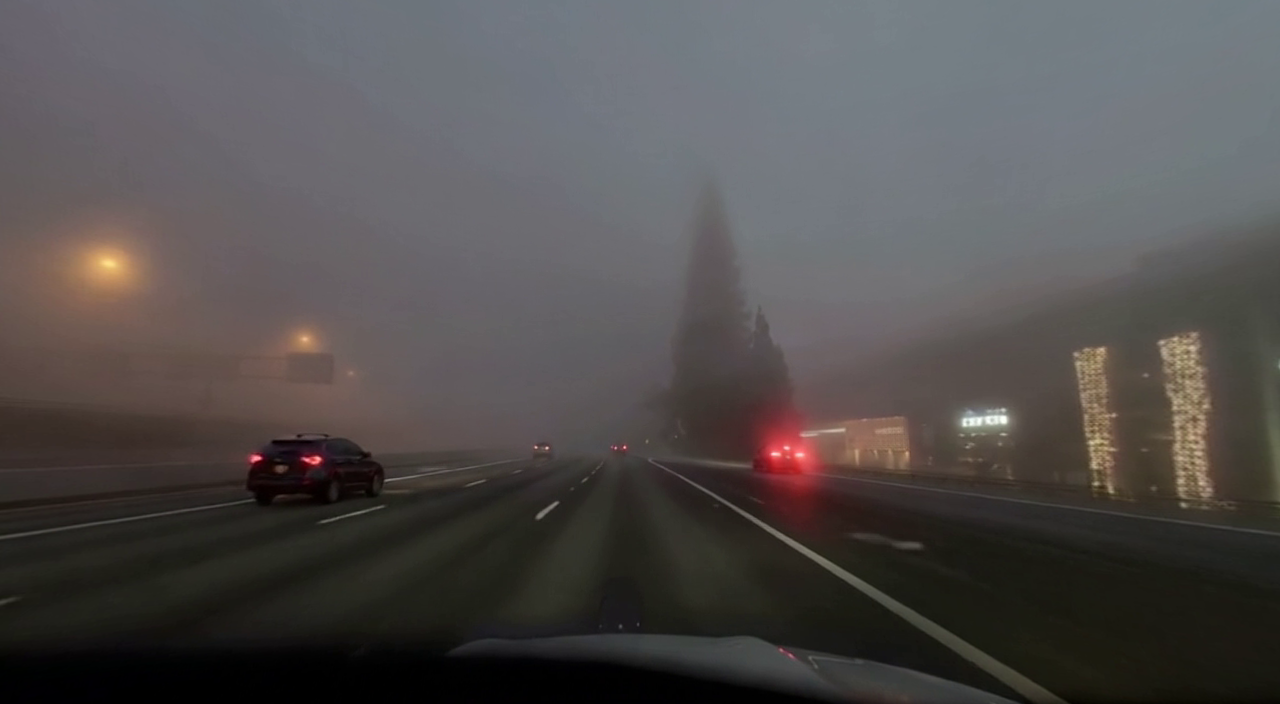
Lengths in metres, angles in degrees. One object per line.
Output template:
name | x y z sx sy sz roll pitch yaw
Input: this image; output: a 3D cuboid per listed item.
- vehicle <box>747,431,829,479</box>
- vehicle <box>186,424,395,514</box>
vehicle | 5.917 4.179 25.851 2.023 1.782 4.193 1 -9 -5
vehicle | -7.598 2.596 14.493 2.030 1.672 4.913 0 -9 -1
